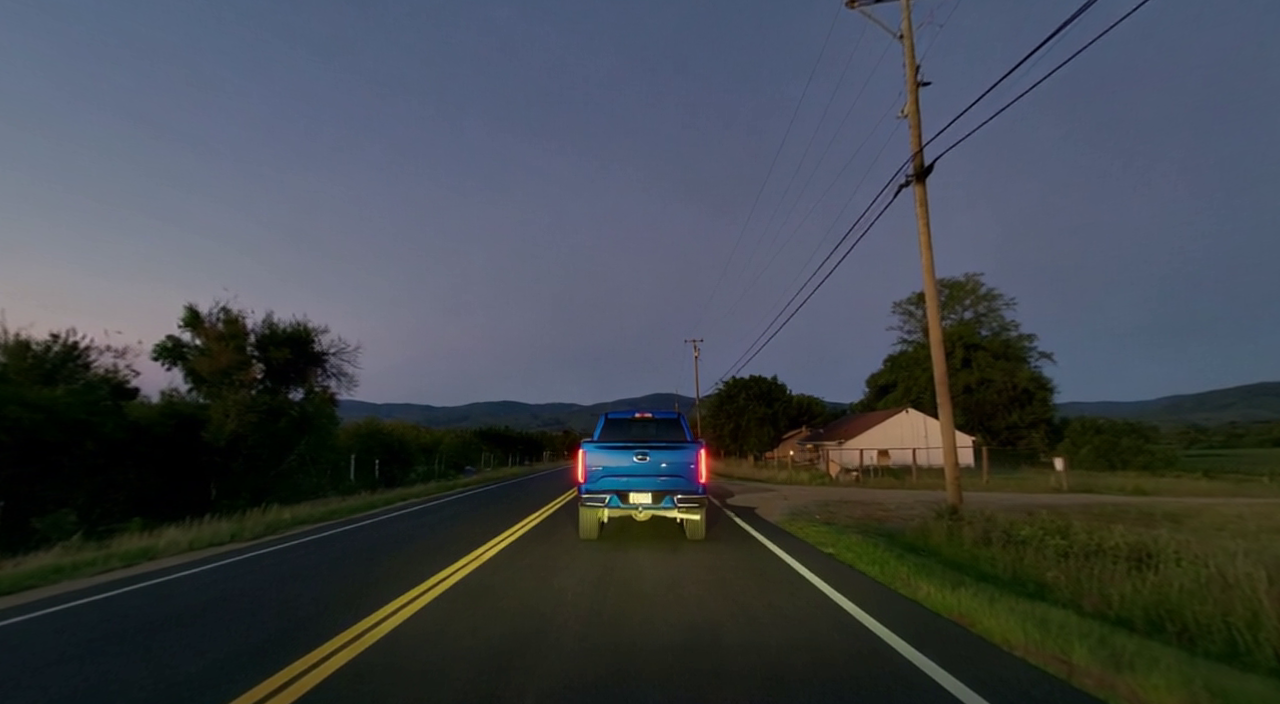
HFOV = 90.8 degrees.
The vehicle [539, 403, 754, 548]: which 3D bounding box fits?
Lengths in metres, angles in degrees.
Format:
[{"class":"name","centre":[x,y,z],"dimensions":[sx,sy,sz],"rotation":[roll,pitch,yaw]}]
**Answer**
[{"class":"vehicle","centre":[0.052,2.039,11.212],"dimensions":[2.774,1.861,5.885],"rotation":[0,-8,-1]}]
